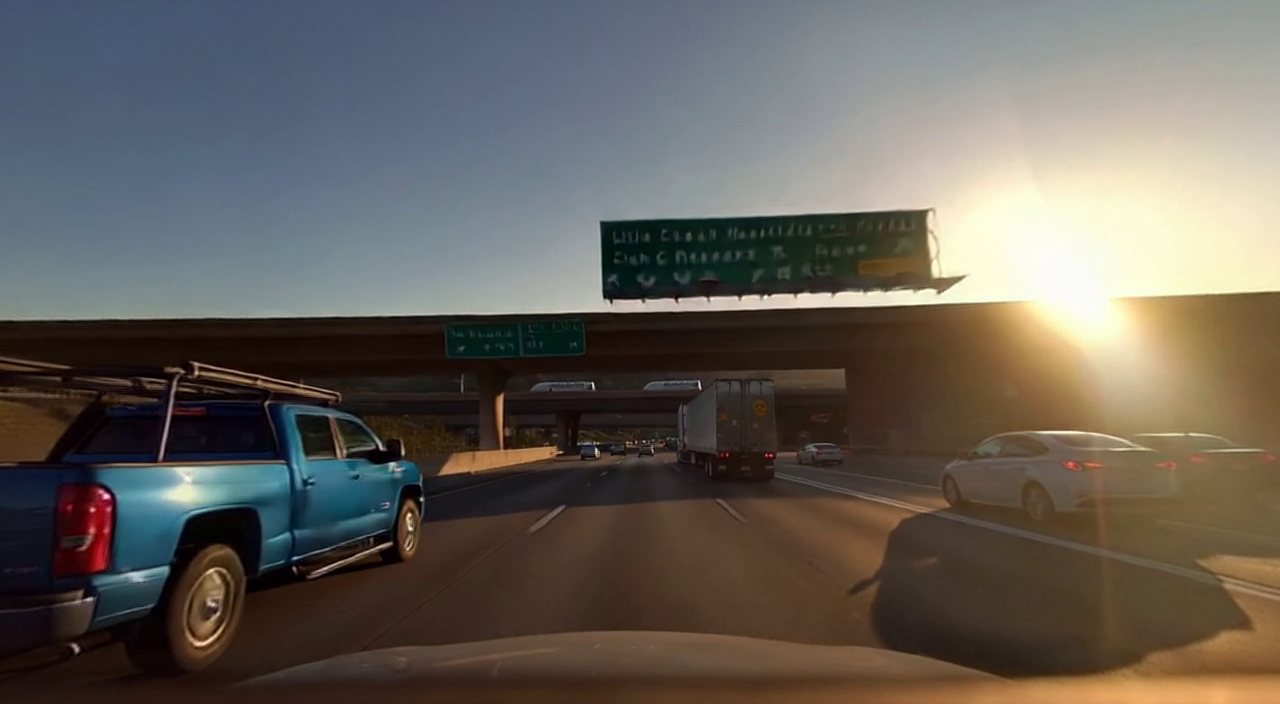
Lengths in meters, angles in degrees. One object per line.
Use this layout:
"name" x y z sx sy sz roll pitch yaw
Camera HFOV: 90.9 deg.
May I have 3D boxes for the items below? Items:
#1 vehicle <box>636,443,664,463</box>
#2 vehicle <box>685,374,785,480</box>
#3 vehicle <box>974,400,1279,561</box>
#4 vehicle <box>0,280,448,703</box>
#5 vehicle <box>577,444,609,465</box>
"vehicle" 0.780 7.962 49.745 2.092 1.446 4.092 0 -8 0
"vehicle" 4.081 3.807 30.687 2.885 4.036 12.891 0 -8 0
"vehicle" 7.125 1.714 9.122 1.999 1.700 4.640 0 -8 0
"vehicle" -3.913 1.163 5.342 2.599 2.054 6.288 0 -8 0
"vehicle" -3.444 7.619 47.169 2.077 1.446 4.106 0 -8 0
